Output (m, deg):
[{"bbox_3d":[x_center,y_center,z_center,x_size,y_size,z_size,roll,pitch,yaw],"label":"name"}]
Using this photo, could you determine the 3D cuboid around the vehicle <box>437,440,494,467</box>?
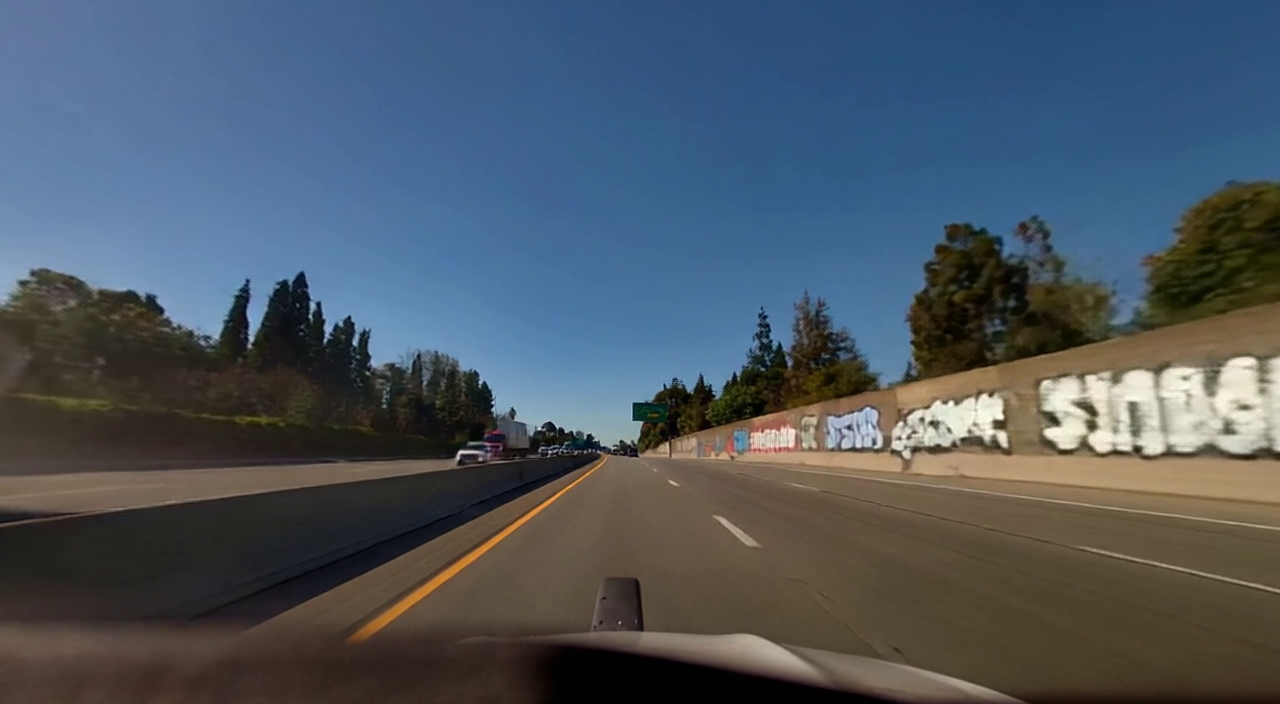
[{"bbox_3d":[-10.006,5.868,36.272,2.171,1.486,3.977,0,-9,-1],"label":"vehicle"}]
